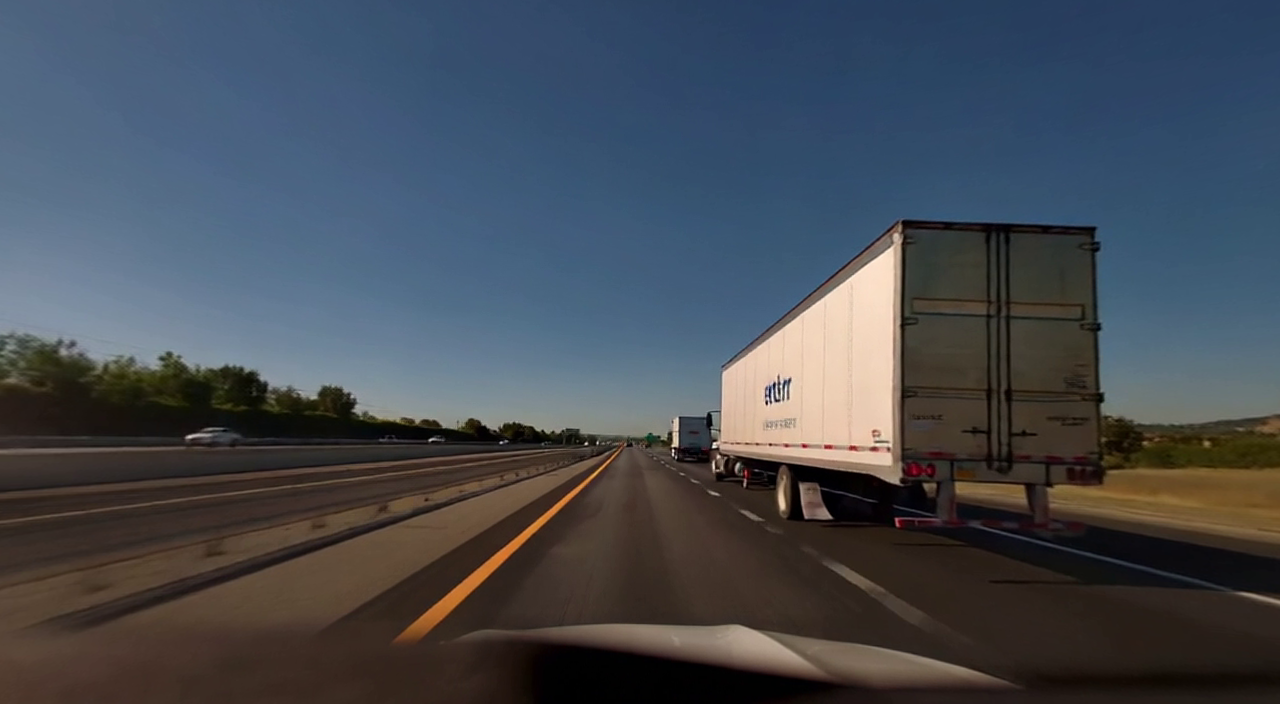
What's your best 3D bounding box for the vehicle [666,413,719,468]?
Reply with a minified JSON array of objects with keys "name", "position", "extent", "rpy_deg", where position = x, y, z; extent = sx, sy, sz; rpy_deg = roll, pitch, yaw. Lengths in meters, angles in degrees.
[{"name":"vehicle","position":[3.247,5.765,40.972],"extent":[2.702,3.193,7.196],"rpy_deg":[0,-8,-1]}]
